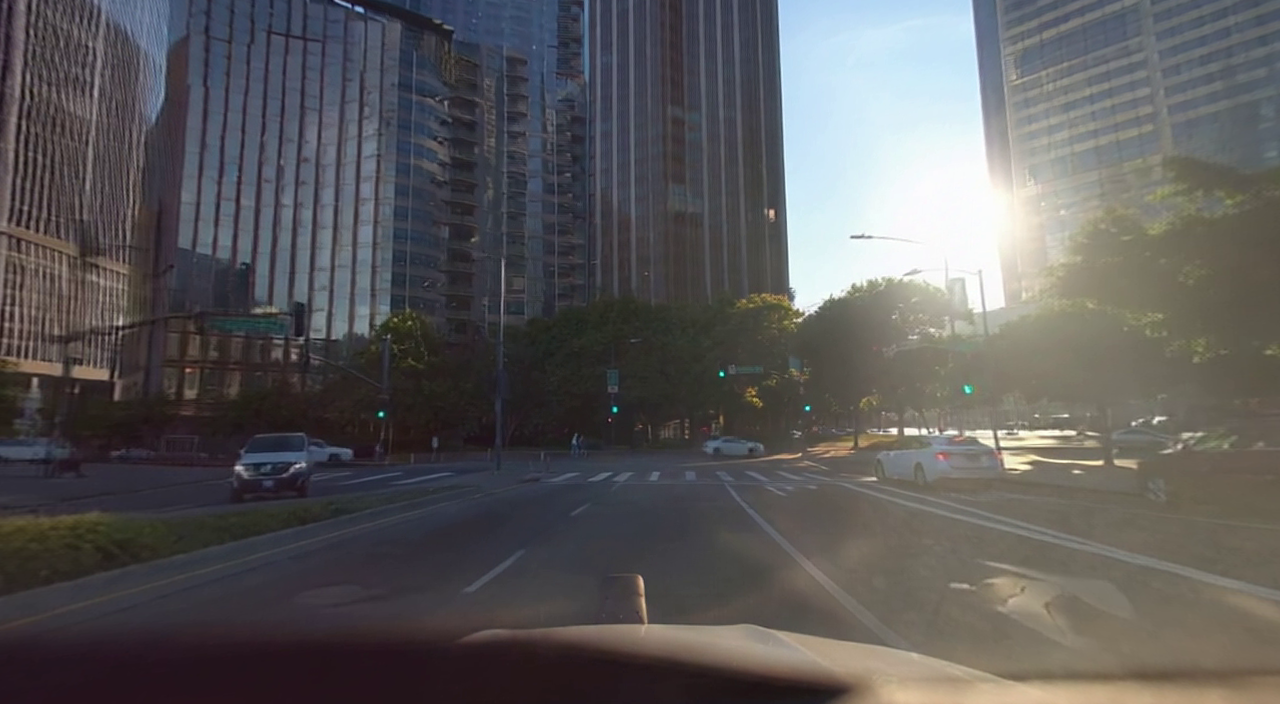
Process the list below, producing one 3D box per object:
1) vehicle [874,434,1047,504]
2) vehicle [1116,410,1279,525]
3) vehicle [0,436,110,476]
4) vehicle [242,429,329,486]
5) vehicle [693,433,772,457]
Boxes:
[{"bbox_3d":[7.848,2.897,16.159,1.936,1.489,4.885,-1,-8,1],"label":"vehicle"},{"bbox_3d":[11.222,1.974,10.982,2.027,1.810,4.854,0,-9,-1],"label":"vehicle"},{"bbox_3d":[-31.435,5.415,32.873,5.659,1.967,2.149,0,-8,-1],"label":"vehicle"},{"bbox_3d":[-13.532,3.945,23.963,2.125,1.910,4.779,6,-11,-36],"label":"vehicle"},{"bbox_3d":[5.850,5.960,40.402,4.762,1.420,1.814,0,-9,0],"label":"vehicle"}]
